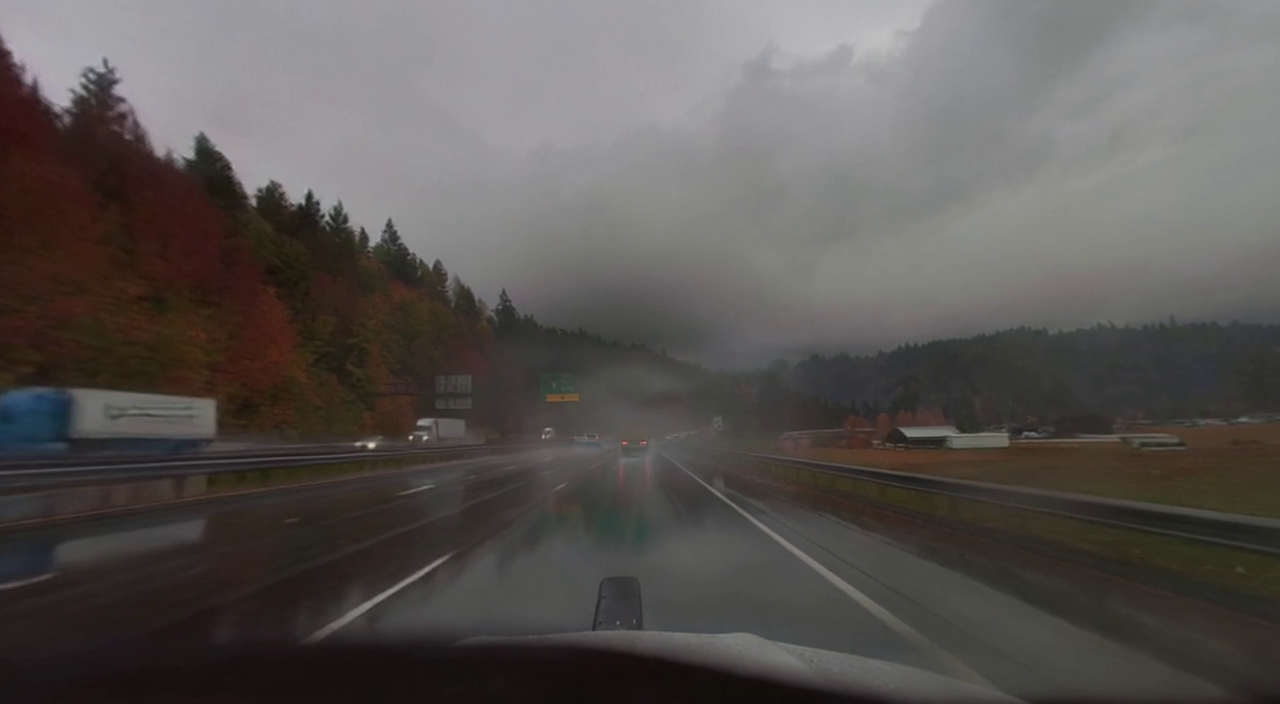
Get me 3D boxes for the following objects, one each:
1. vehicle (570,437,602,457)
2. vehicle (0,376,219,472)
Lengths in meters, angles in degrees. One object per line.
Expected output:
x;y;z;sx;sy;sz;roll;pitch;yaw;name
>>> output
-4.200;7.461;49.460;2.004;1.497;4.260;0;-8;1;vehicle
-29.003;4.025;33.844;2.913;4.084;14.009;0;-8;0;vehicle
